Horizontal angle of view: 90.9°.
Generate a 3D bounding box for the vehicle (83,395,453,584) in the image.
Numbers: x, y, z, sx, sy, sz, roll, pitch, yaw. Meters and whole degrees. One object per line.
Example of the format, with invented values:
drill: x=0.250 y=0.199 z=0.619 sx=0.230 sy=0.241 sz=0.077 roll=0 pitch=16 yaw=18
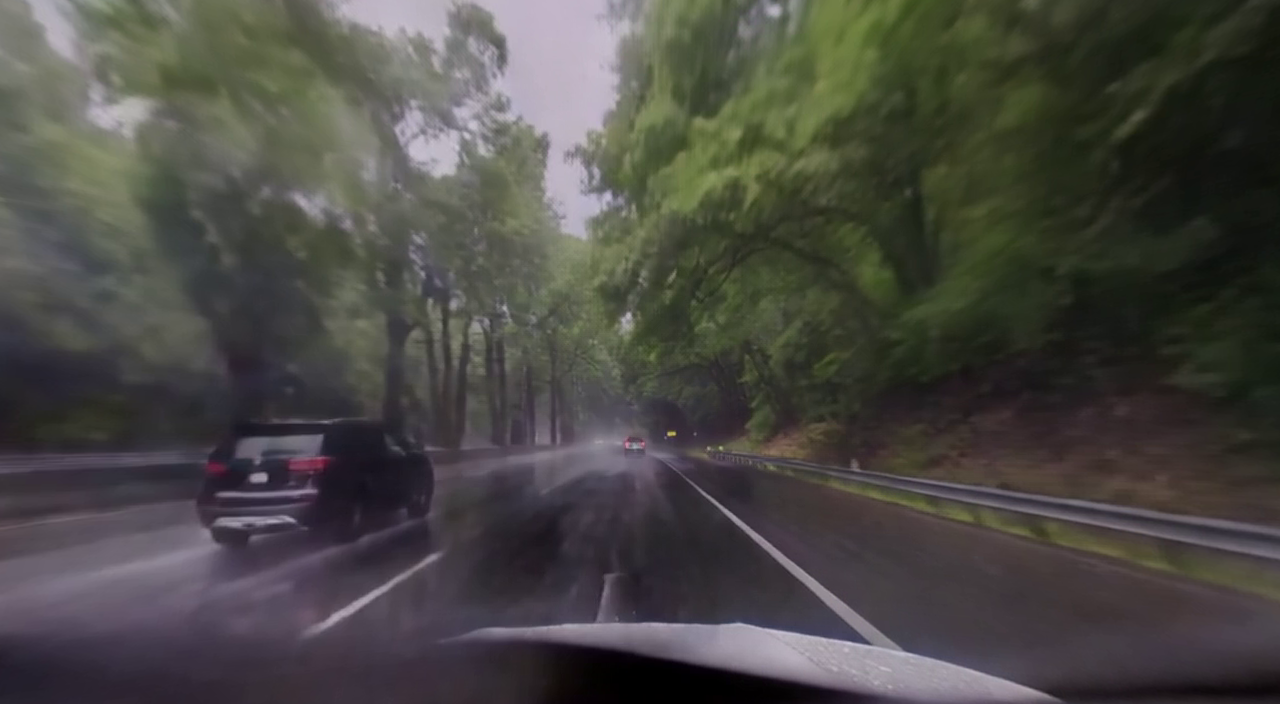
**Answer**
vehicle: x=-3.942 y=1.498 z=7.732 sx=2.034 sy=1.675 sz=4.080 roll=0 pitch=-8 yaw=0
